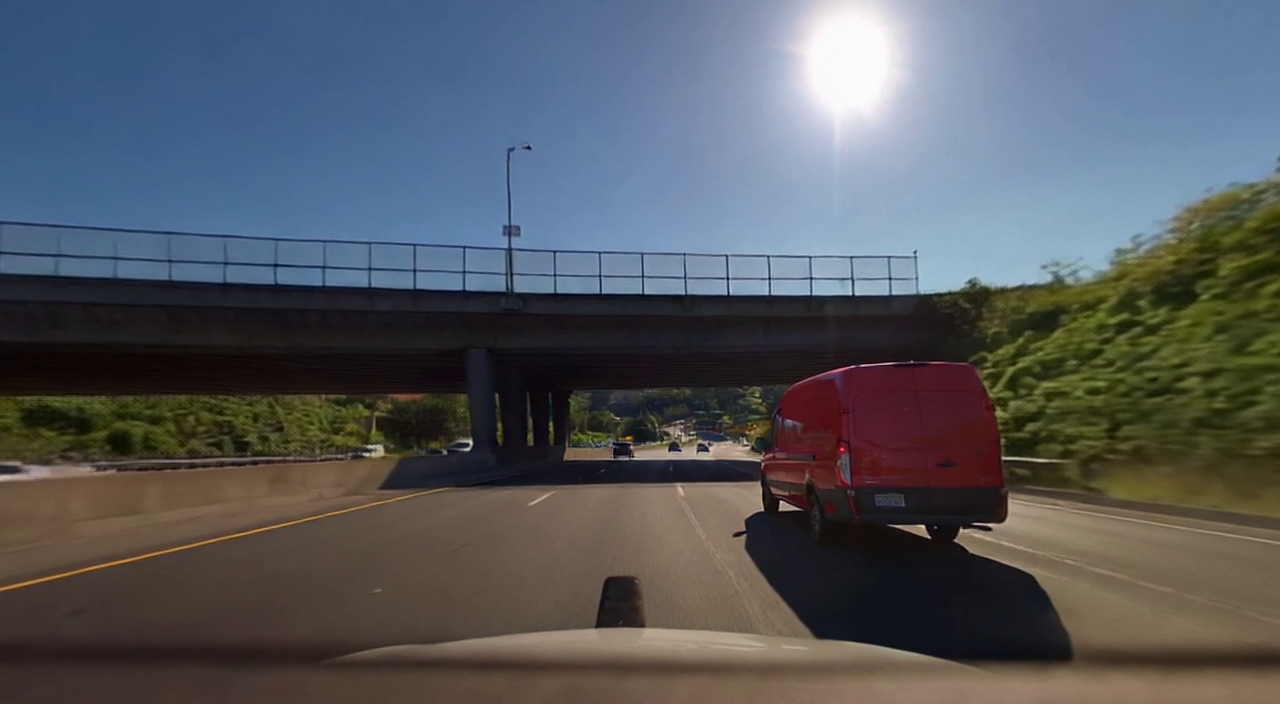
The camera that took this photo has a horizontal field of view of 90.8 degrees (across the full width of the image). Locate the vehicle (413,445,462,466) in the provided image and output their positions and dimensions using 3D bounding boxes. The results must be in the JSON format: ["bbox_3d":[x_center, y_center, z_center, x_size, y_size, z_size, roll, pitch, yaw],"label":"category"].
[{"bbox_3d":[-15.805,8.055,49.522,1.978,1.510,4.771,-1,-8,4],"label":"vehicle"}]
